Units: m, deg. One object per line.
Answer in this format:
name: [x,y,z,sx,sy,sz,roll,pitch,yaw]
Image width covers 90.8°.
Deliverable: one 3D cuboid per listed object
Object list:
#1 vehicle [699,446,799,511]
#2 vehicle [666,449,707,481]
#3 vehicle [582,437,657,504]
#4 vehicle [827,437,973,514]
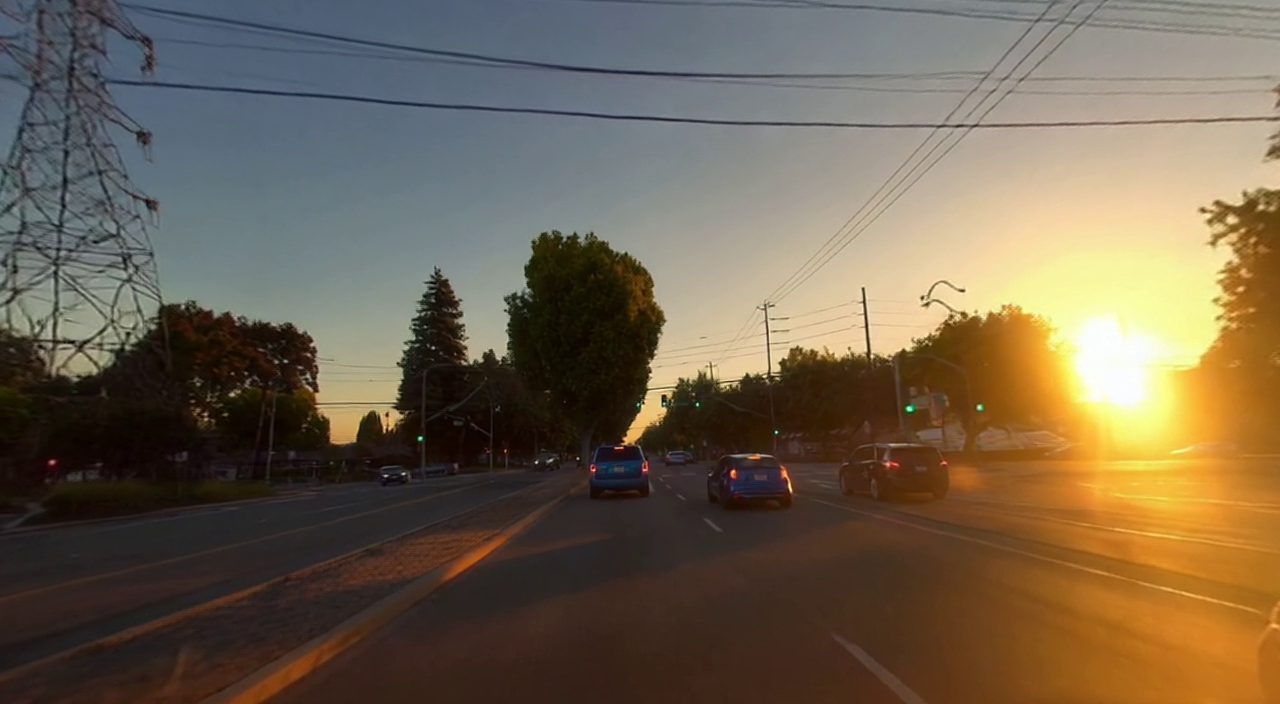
vehicle: [2.944,3.510,18.090,1.880,1.579,4.401,0,-9,-2]
vehicle: [2.660,6.548,36.956,1.915,1.765,4.047,0,-9,-2]
vehicle: [-0.660,3.881,21.129,2.231,1.998,4.254,0,-9,-1]
vehicle: [6.687,3.190,16.883,1.929,1.753,4.396,0,-9,-1]
